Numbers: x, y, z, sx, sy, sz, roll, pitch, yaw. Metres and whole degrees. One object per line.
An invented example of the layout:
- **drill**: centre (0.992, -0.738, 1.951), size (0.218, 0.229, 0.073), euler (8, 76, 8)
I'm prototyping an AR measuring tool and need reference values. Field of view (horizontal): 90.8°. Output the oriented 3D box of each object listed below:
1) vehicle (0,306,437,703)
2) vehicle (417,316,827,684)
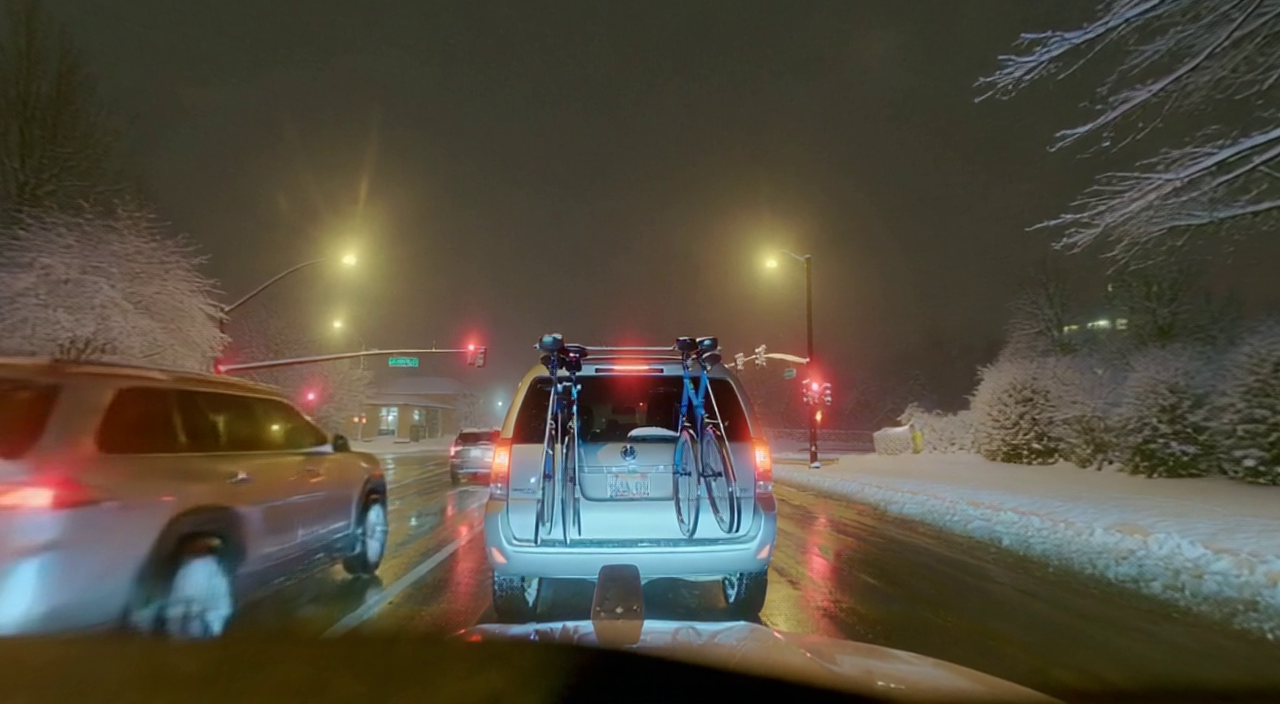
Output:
- **vehicle**: centre (-3.570, 1.128, 4.997), size (2.337, 1.858, 5.409), euler (0, -8, -3)
- **vehicle**: centre (-0.235, 1.159, 6.005), size (2.333, 2.087, 4.586), euler (0, -8, -4)
